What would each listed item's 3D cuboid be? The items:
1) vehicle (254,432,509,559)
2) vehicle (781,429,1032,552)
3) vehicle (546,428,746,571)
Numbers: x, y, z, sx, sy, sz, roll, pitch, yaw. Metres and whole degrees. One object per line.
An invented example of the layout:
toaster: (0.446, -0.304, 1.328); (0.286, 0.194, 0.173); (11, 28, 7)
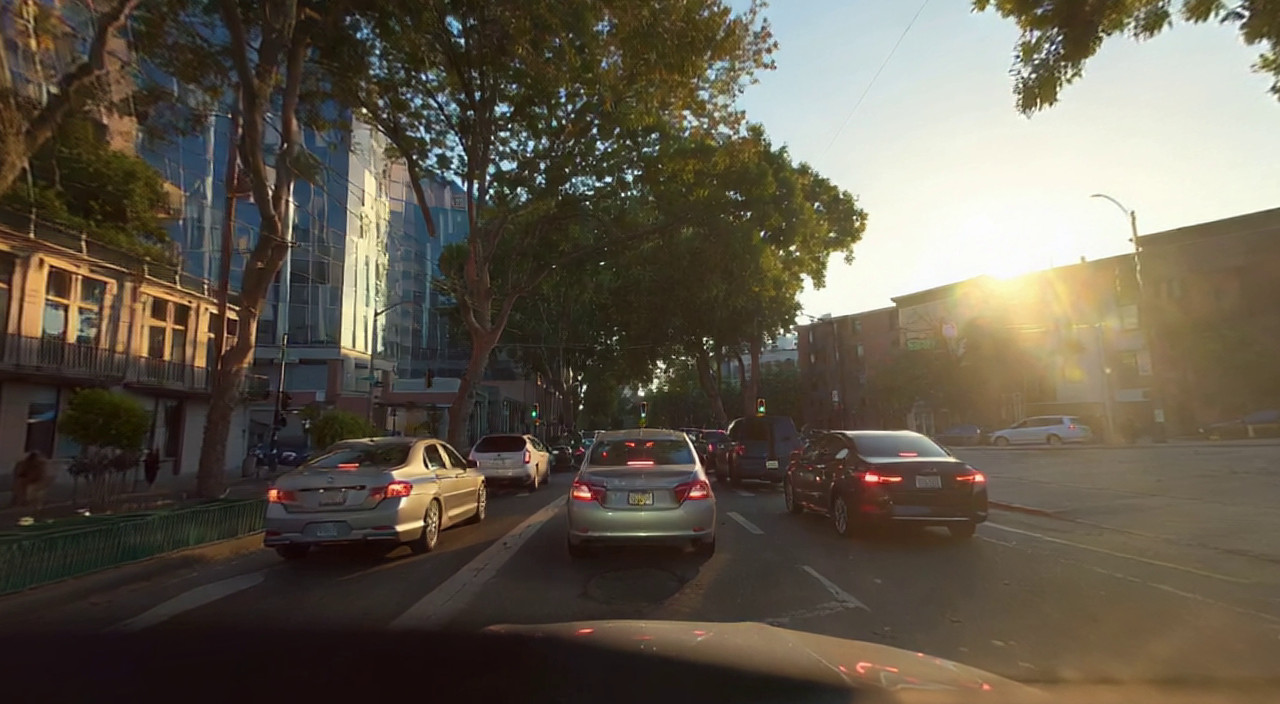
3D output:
vehicle: (-3.464, 1.985, 9.469); (2.002, 1.465, 4.098); (0, -8, 1)
vehicle: (3.784, 2.029, 10.028); (1.990, 1.486, 4.431); (0, -8, -1)
vehicle: (0.046, 1.842, 8.660); (2.101, 1.480, 3.929); (0, -8, 0)
